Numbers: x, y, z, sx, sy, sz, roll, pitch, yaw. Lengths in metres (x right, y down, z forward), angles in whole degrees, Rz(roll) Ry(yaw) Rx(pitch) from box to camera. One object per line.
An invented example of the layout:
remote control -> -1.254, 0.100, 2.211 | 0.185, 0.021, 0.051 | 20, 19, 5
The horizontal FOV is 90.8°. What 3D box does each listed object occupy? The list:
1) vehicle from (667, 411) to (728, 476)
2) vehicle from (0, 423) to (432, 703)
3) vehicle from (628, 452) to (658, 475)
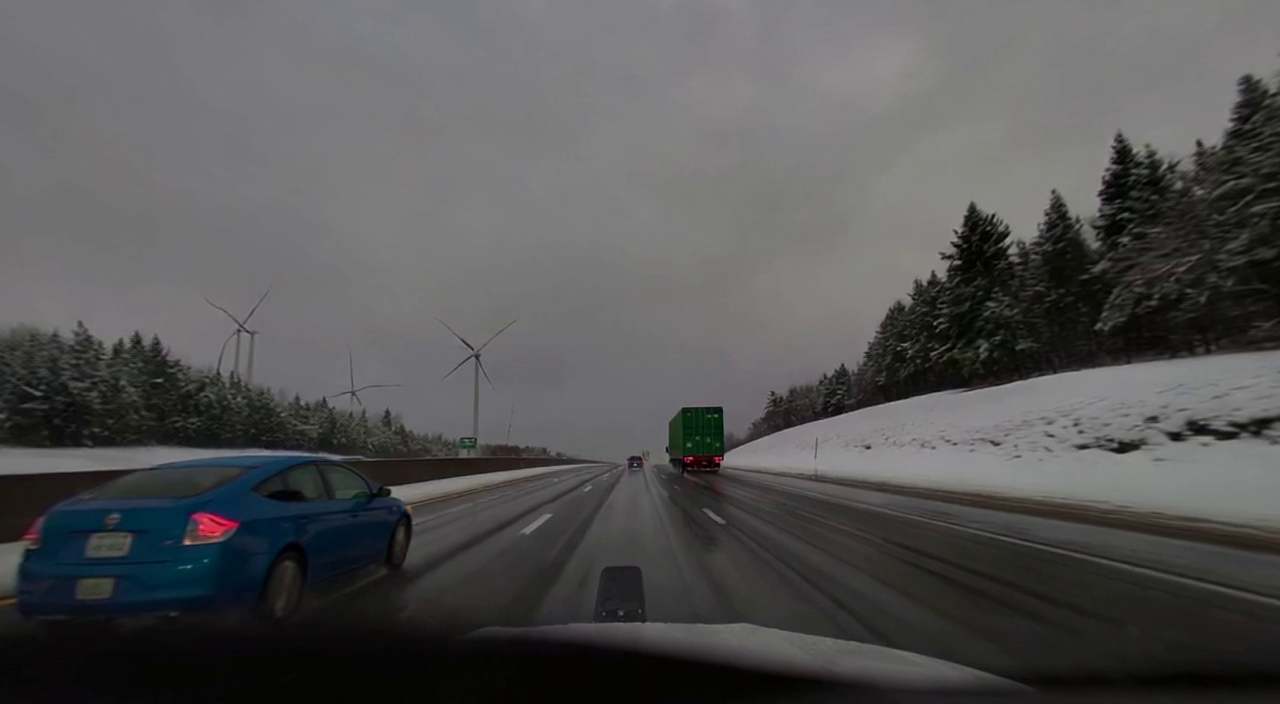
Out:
vehicle -> 3.829, 6.666, 45.786 | 2.947, 3.989, 13.568 | 0, -9, -1
vehicle -> -3.425, 1.442, 5.238 | 1.952, 1.521, 4.095 | 0, -9, 1
vehicle -> 0.152, 7.583, 43.053 | 1.931, 1.453, 3.695 | 0, -9, -1
